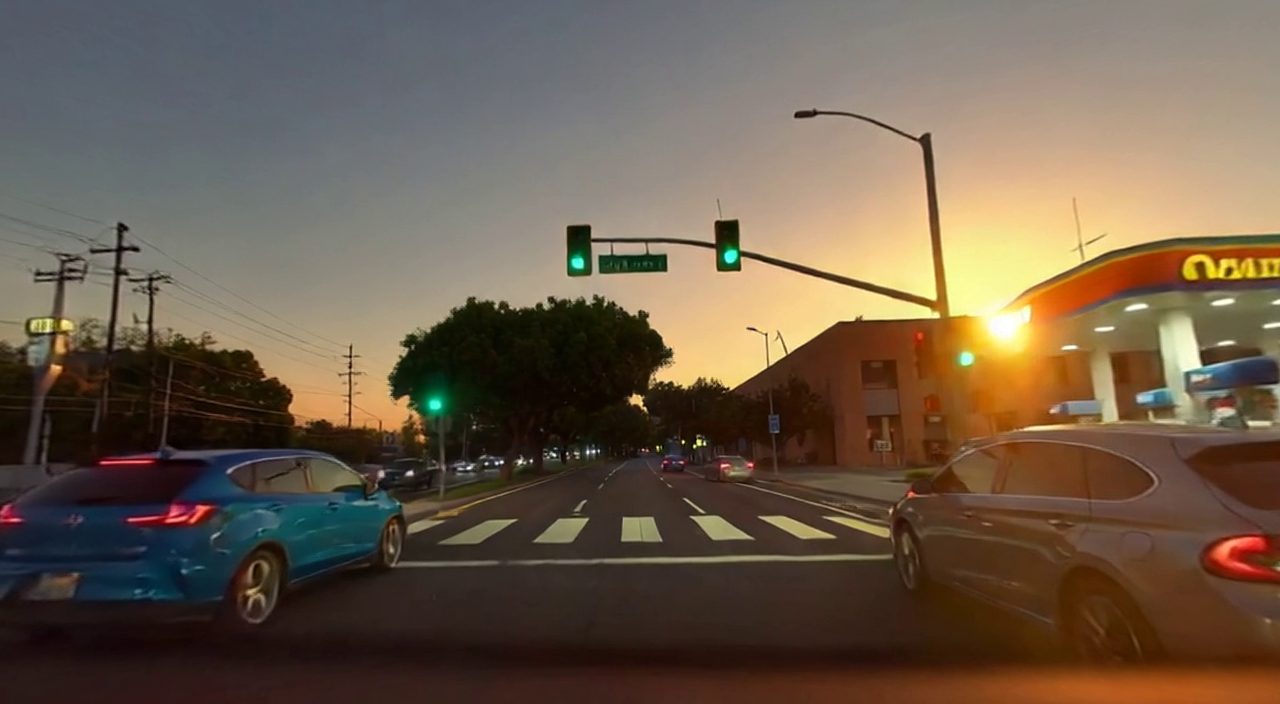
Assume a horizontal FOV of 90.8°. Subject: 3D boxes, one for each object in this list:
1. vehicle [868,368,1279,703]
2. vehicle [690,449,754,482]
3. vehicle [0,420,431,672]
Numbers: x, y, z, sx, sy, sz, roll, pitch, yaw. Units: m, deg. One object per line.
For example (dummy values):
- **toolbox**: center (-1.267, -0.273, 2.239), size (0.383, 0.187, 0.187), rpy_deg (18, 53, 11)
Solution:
- **vehicle**: center (3.423, 1.178, 4.237), size (2.085, 1.655, 4.459), rpy_deg (0, -9, 0)
- **vehicle**: center (4.431, 6.246, 35.052), size (2.066, 1.699, 4.419), rpy_deg (2, -9, -13)
- **vehicle**: center (-3.721, 1.580, 6.219), size (1.935, 1.617, 4.045), rpy_deg (0, -9, 0)
